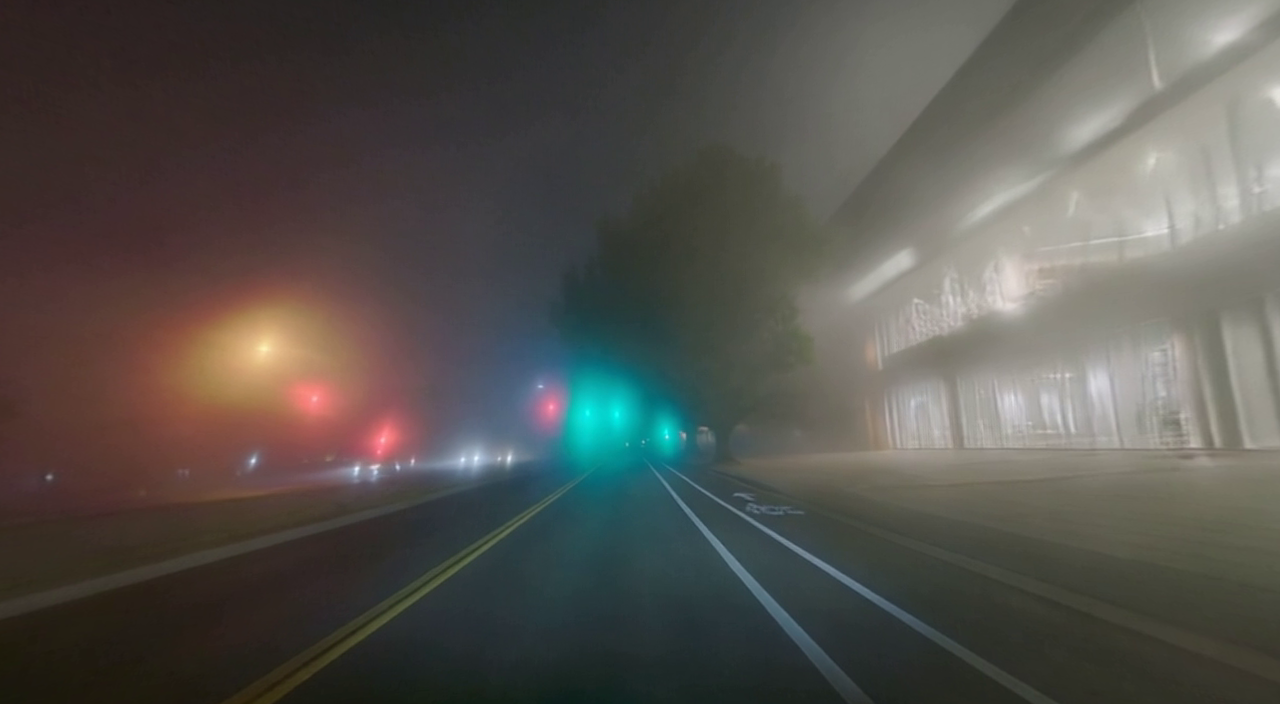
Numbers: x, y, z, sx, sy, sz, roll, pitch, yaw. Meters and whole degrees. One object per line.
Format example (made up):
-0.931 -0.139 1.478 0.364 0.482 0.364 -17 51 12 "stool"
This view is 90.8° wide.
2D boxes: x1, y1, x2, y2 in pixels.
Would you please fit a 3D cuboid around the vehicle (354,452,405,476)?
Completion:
-20.214 8.665 49.202 2.223 1.728 4.250 0 -9 -1 "vehicle"
